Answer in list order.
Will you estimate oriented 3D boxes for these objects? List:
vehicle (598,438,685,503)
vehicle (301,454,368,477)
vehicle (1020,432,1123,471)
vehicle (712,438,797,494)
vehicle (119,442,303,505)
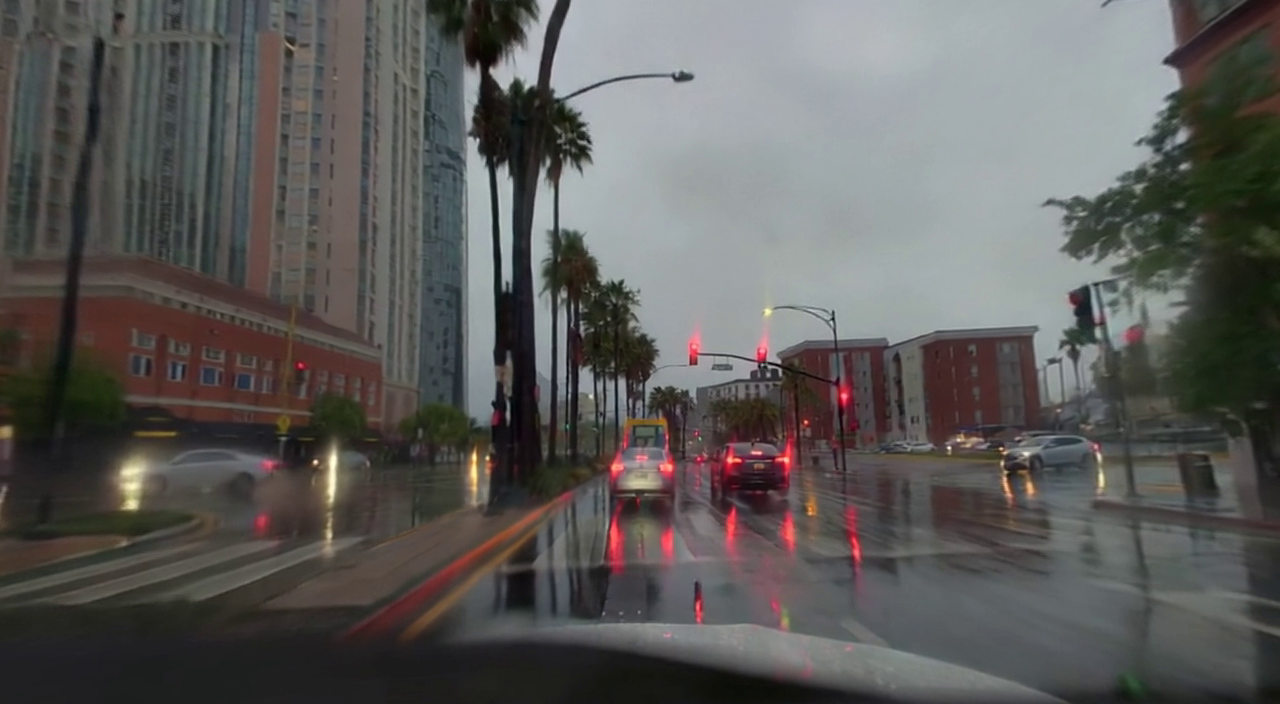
[{"bbox_3d":[0.055,3.054,16.684,2.048,1.503,3.681,0,-9,1],"label":"vehicle"},{"bbox_3d":[-22.302,8.281,46.321,1.809,1.472,4.601,-2,-9,13],"label":"vehicle"},{"bbox_3d":[20.337,4.727,30.089,1.959,1.674,4.706,-1,-9,6],"label":"vehicle"},{"bbox_3d":[3.348,3.413,19.232,1.909,1.500,3.524,0,-9,0],"label":"vehicle"},{"bbox_3d":[-11.602,3.218,17.085,4.435,1.501,1.977,-4,-9,24],"label":"vehicle"}]
